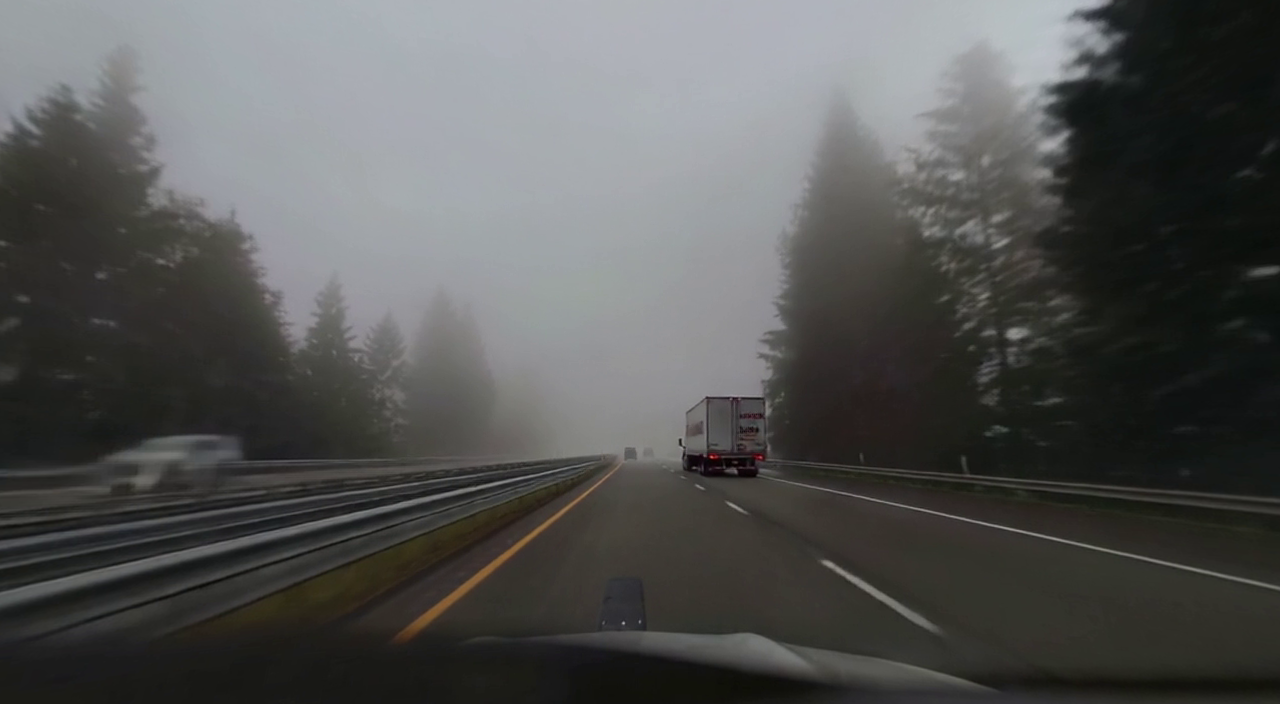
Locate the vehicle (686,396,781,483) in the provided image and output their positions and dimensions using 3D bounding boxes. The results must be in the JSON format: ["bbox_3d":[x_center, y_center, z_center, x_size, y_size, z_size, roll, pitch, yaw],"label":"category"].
[{"bbox_3d":[4.139,4.381,30.986,2.876,3.419,11.591,0,-9,0],"label":"vehicle"}]

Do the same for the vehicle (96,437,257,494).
[{"bbox_3d":[-13.091,3.215,18.121,1.792,1.449,3.693,0,-9,0],"label":"vehicle"}]
